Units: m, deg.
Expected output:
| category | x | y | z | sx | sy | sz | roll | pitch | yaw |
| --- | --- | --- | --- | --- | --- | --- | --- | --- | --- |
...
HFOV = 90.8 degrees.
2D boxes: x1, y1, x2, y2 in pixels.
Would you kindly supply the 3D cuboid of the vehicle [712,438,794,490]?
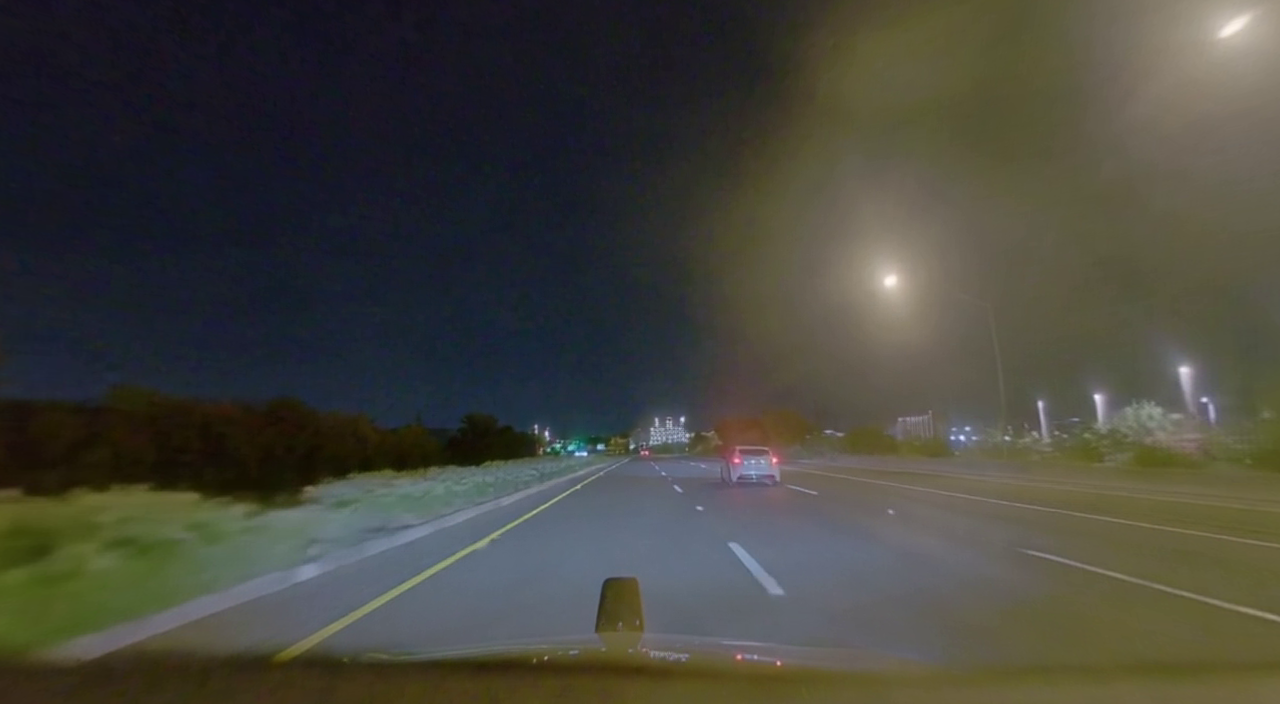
| category | x | y | z | sx | sy | sz | roll | pitch | yaw |
| --- | --- | --- | --- | --- | --- | --- | --- | --- | --- |
| vehicle | 3.556 | 3.622 | 20.688 | 1.874 | 1.506 | 4.116 | 0 | -9 | 0 |
